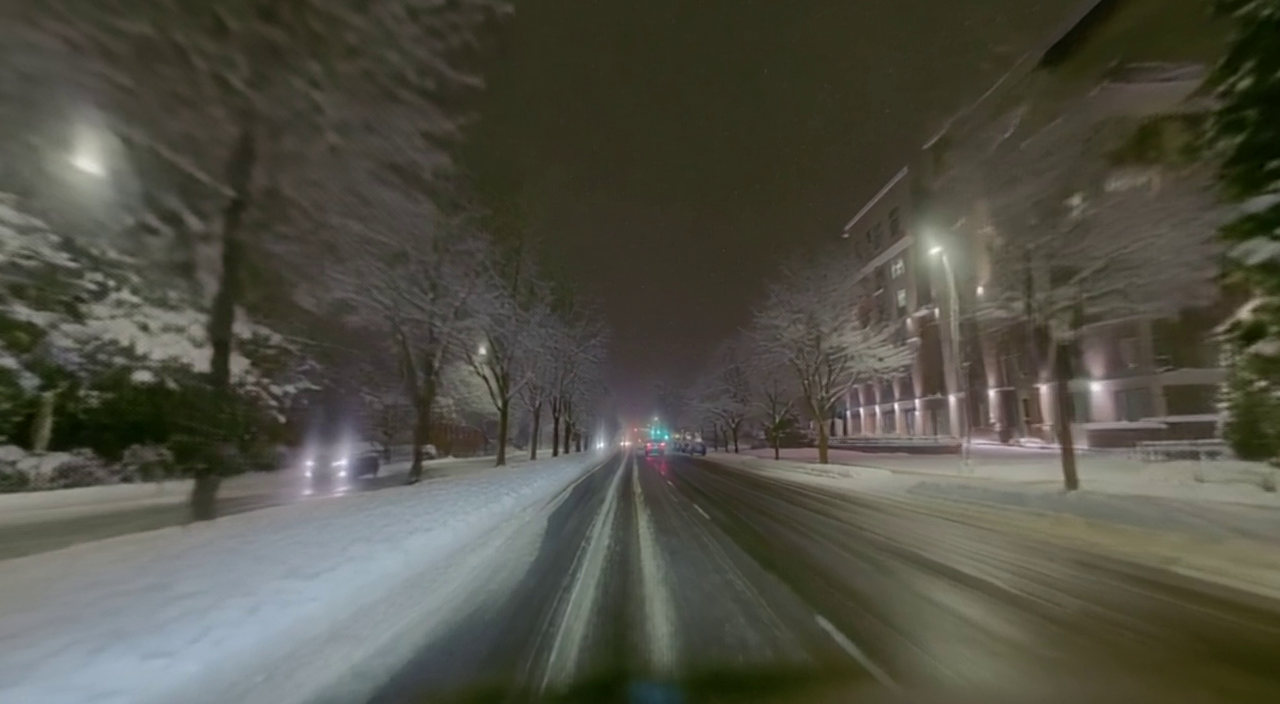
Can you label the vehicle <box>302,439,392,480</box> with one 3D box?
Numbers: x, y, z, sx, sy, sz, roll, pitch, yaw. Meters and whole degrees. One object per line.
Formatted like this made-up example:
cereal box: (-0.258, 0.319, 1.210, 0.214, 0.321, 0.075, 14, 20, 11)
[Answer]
vehicle: (-15.377, 5.631, 33.546, 2.141, 1.942, 5.474, 0, -8, 0)
